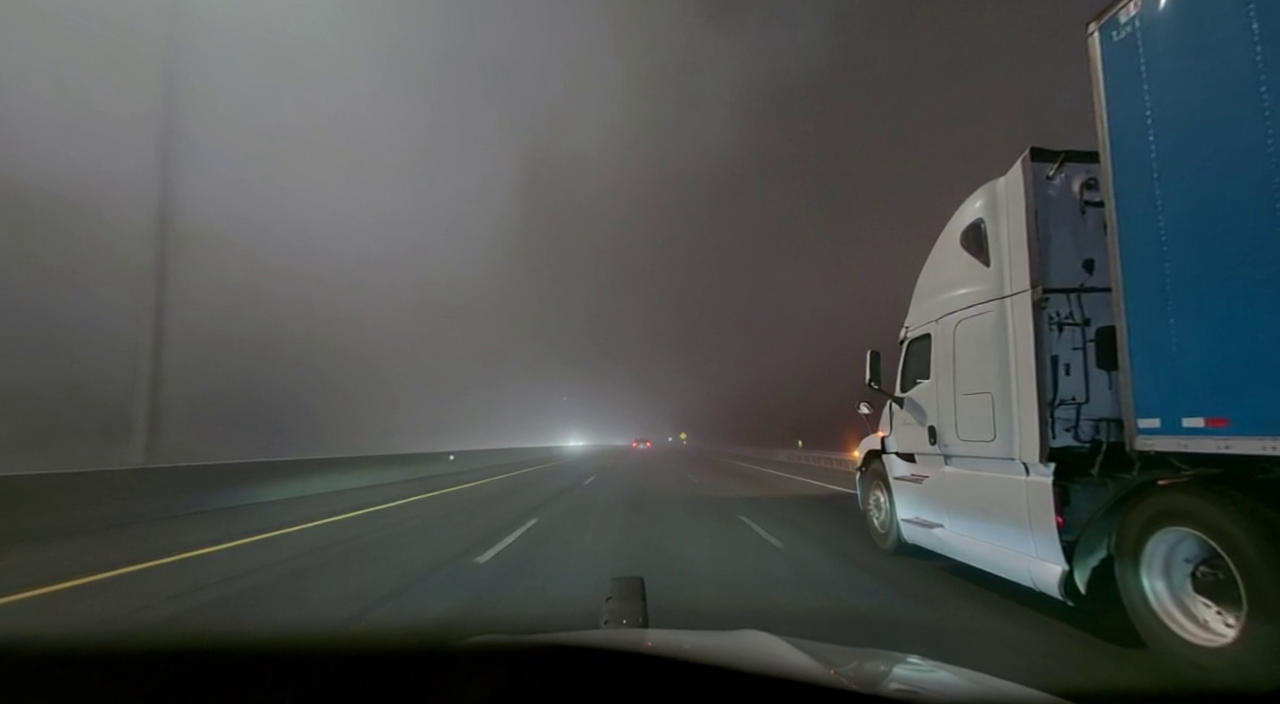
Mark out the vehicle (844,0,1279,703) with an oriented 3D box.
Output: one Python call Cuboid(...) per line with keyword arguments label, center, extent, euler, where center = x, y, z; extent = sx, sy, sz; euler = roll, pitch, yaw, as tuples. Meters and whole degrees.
Cuboid(label="vehicle", center=(3.722, -0.256, 2.049), extent=(3.012, 3.768, 8.945), euler=(0, -8, 0))
